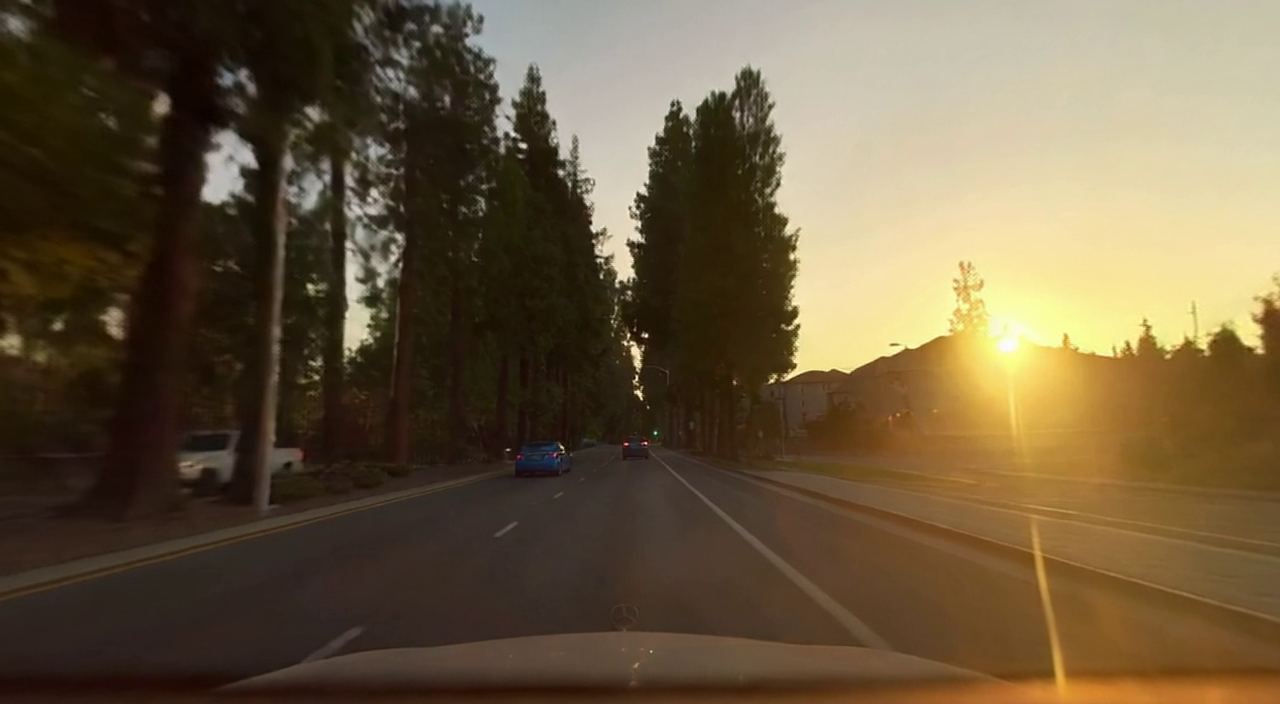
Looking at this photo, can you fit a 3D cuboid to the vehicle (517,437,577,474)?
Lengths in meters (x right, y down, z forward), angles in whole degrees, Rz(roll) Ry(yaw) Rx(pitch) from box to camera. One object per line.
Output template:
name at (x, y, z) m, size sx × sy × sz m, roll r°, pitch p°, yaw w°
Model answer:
vehicle at (-3.909, 4.432, 27.300) m, size 1.917 × 1.448 × 4.178 m, roll 0°, pitch -8°, yaw 1°

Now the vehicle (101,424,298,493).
vehicle at (-16.507, 4.037, 24.481) m, size 2.687 × 2.262 × 6.995 m, roll 0°, pitch -8°, yaw -1°

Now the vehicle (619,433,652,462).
vehicle at (-0.295, 6.149, 40.919) m, size 2.018 × 1.769 × 3.897 m, roll 0°, pitch -8°, yaw 0°
